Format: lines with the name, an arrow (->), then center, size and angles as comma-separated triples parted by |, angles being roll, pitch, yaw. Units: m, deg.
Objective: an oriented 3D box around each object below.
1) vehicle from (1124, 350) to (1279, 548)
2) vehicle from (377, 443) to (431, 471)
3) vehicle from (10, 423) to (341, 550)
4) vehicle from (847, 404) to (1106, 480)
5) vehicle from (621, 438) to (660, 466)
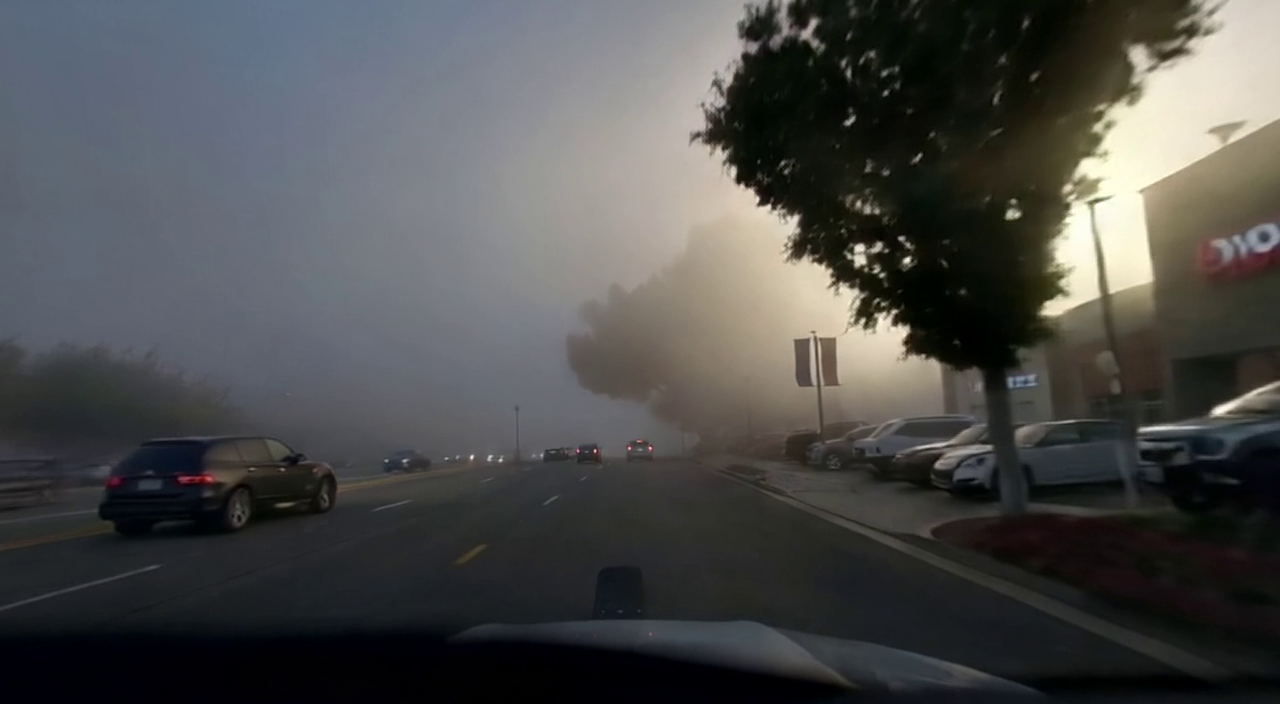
vehicle -> 8.721, 0.928, 6.295 | 5.895, 1.980, 2.315 | -7, -11, 33
vehicle -> -16.497, 7.352, 44.396 | 2.127, 1.716, 4.548 | -4, -8, -1
vehicle -> -7.224, 2.116, 10.689 | 2.038, 1.649, 4.665 | 0, -9, 0
vehicle -> 9.294, 2.552, 17.929 | 5.976, 1.994, 2.295 | 0, -8, 0
vehicle -> -0.049, 5.597, 35.405 | 2.061, 1.469, 3.954 | 0, -9, -2
